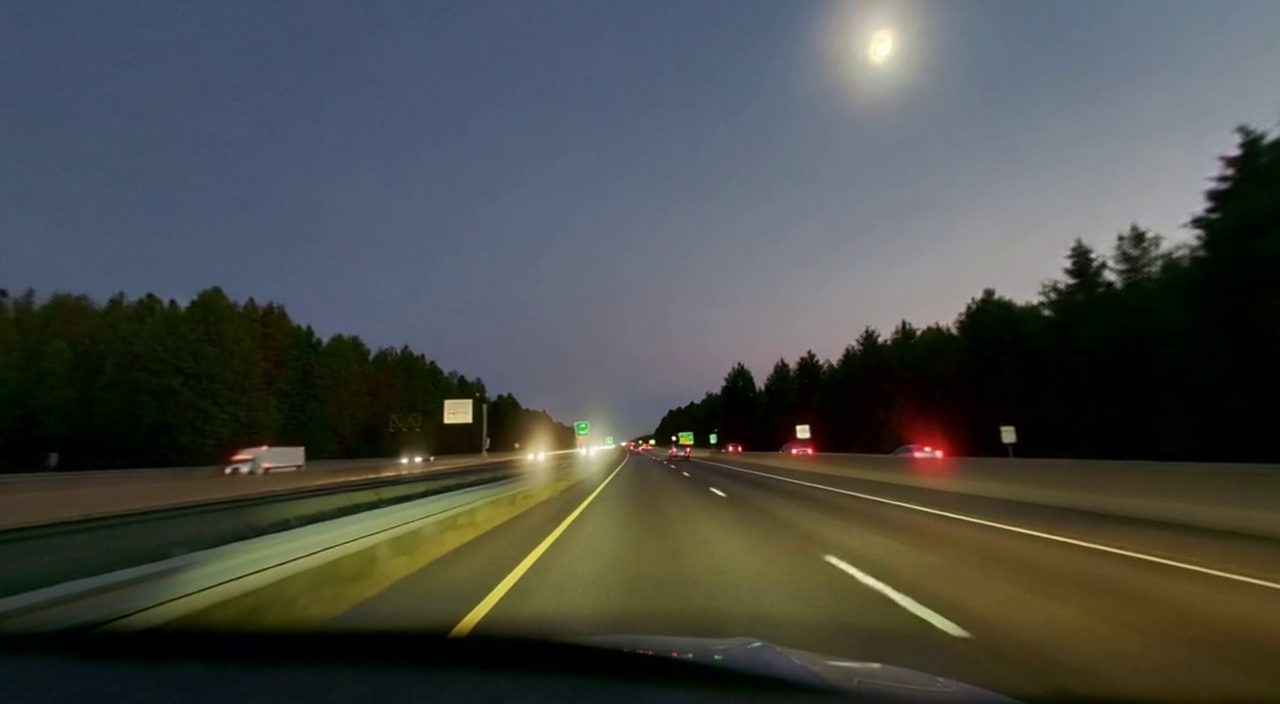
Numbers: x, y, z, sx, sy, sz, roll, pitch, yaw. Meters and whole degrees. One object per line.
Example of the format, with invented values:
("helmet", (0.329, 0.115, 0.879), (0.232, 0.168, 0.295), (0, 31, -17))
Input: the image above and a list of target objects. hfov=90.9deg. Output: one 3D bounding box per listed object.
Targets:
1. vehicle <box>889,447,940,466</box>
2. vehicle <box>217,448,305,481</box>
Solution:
("vehicle", (21.678, 8.255, 49.911), (1.926, 1.386, 3.719), (1, -9, -9))
("vehicle", (-29.135, 8.637, 48.777), (2.666, 2.344, 6.287), (0, -9, 2))
